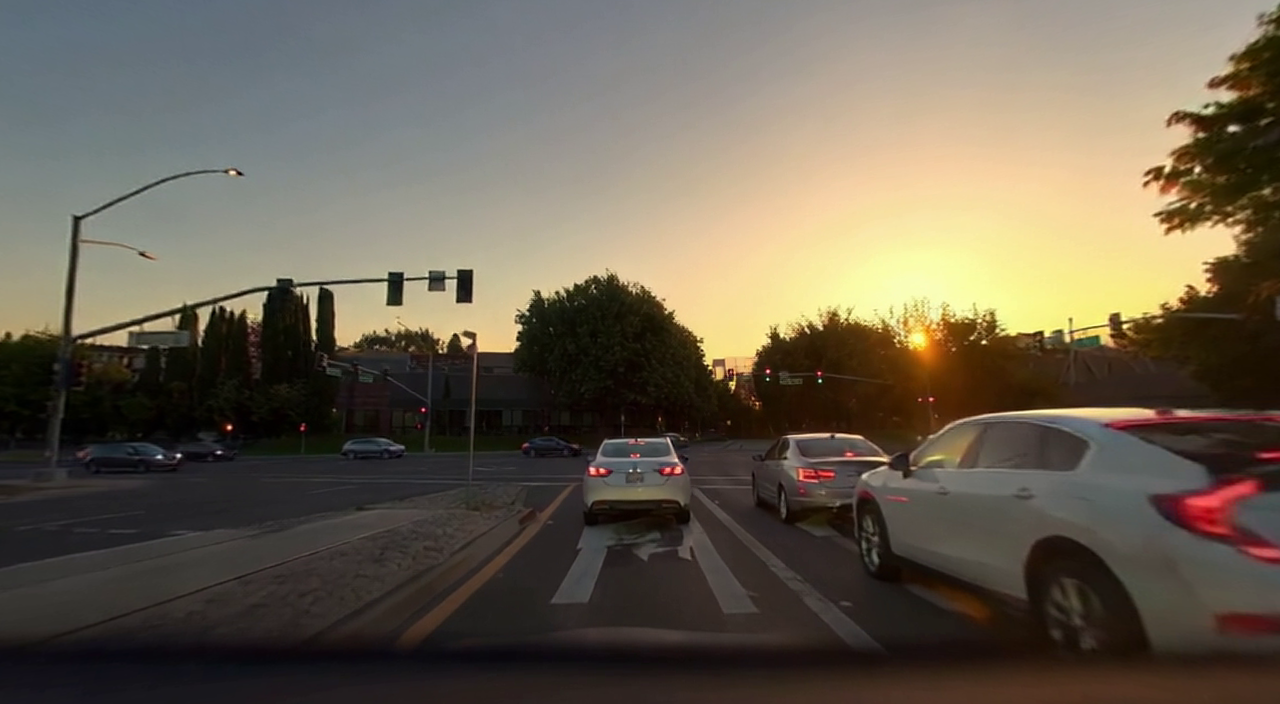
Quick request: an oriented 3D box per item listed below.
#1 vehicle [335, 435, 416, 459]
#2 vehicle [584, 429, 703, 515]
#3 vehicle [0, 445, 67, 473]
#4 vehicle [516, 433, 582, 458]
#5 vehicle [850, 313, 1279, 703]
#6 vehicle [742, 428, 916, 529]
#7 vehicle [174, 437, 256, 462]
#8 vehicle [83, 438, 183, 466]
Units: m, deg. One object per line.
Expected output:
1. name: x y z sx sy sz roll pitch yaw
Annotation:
1. vehicle: -17.948 6.464 43.058 4.670 1.542 1.861 0 -8 1
2. vehicle: 0.086 2.366 12.925 2.026 1.458 4.175 0 -8 1
3. vehicle: -35.016 5.937 35.181 4.630 1.441 1.923 -1 -9 8
4. vehicle: -5.835 6.008 40.523 4.076 1.498 2.175 1 -9 -10
5. vehicle: 3.418 1.094 4.568 2.111 1.780 4.990 0 -8 1
6. vehicle: 3.146 2.197 11.569 1.861 1.479 4.371 0 -8 1
7. vehicle: -29.807 6.837 44.367 4.526 1.649 1.920 -1 -9 6
8. vehicle: -30.271 5.970 37.793 4.517 1.637 1.935 -1 -9 8
